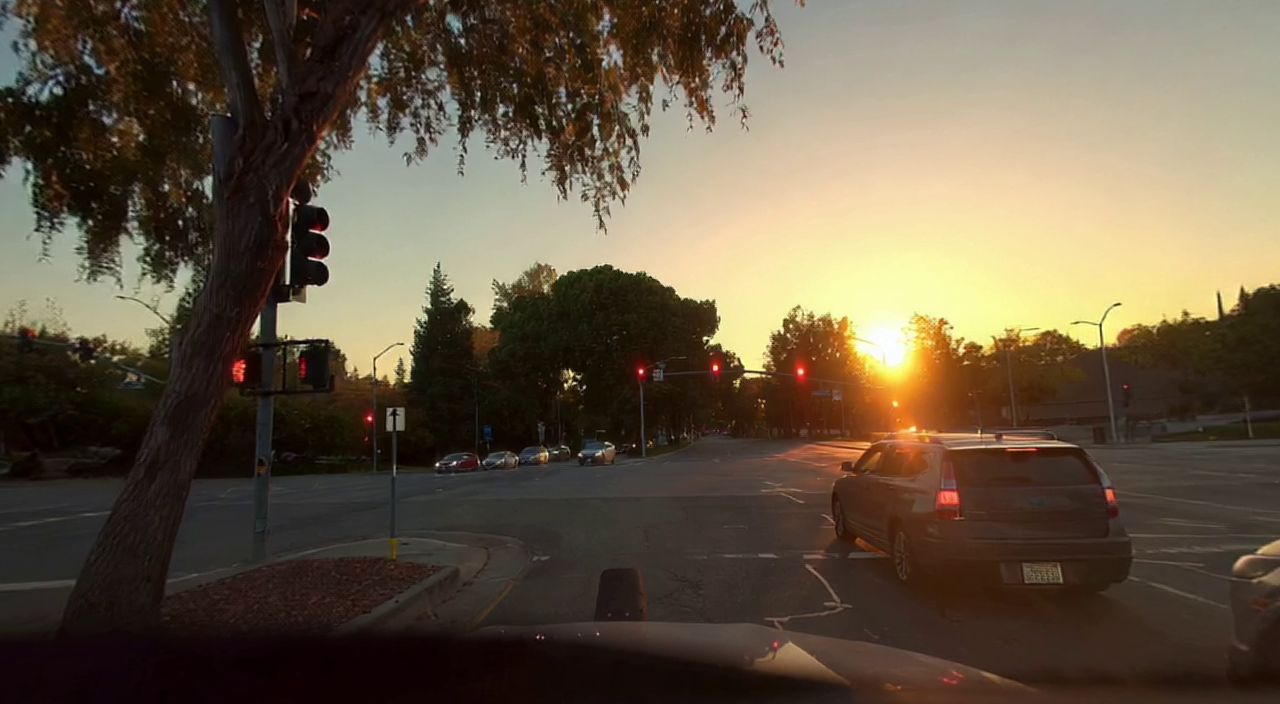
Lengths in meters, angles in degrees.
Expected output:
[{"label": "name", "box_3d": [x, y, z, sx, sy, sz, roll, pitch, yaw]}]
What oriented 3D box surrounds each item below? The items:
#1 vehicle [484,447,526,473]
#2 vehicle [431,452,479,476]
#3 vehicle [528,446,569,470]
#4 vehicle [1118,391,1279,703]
[{"label": "vehicle", "box_3d": [-9.777, 7.842, 45.963, 2.064, 1.725, 4.243, 0, -9, 1]}, {"label": "vehicle", "box_3d": [-13.405, 8.120, 45.984, 2.101, 1.637, 4.304, 0, -9, 2]}, {"label": "vehicle", "box_3d": [-6.552, 7.603, 45.491, 2.126, 1.657, 4.307, -1, -9, 3]}, {"label": "vehicle", "box_3d": [3.060, 0.616, 0.416, 1.978, 1.468, 4.544, 0, -9, 1]}]
